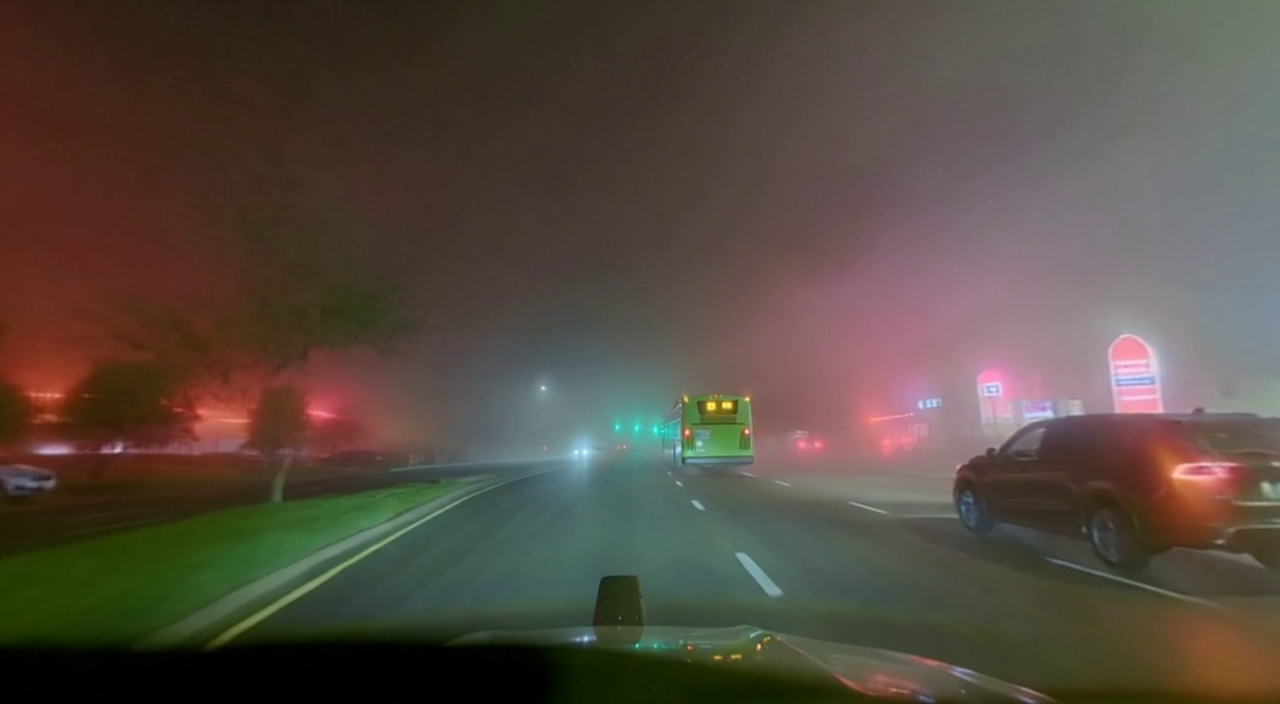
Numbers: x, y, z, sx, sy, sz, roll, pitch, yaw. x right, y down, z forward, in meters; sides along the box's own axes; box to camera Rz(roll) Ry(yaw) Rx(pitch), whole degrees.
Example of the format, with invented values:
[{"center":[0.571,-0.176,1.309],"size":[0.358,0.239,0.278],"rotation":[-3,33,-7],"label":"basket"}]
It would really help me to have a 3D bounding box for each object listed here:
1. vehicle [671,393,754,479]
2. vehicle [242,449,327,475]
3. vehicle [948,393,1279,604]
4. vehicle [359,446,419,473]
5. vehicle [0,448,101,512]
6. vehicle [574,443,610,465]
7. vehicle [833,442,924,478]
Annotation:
[{"center":[3.018,3.900,28.960],"size":[2.766,3.306,9.281],"rotation":[0,-8,0],"label":"vehicle"},{"center":[-25.023,7.725,44.377],"size":[4.724,1.734,2.076],"rotation":[0,-8,1],"label":"vehicle"},{"center":[6.029,1.564,7.671],"size":[2.129,1.754,4.668],"rotation":[0,-8,0],"label":"vehicle"},{"center":[-19.230,8.221,48.510],"size":[2.123,1.905,5.972],"rotation":[-2,-9,1],"label":"vehicle"},{"center":[-19.128,3.729,18.253],"size":[2.277,1.764,5.283],"rotation":[-2,-8,0],"label":"vehicle"},{"center":[-3.273,7.082,43.738],"size":[2.211,1.416,4.179],"rotation":[0,-8,-1],"label":"vehicle"},{"center":[10.505,4.766,28.185],"size":[2.073,1.443,4.860],"rotation":[0,-8,-2],"label":"vehicle"}]
